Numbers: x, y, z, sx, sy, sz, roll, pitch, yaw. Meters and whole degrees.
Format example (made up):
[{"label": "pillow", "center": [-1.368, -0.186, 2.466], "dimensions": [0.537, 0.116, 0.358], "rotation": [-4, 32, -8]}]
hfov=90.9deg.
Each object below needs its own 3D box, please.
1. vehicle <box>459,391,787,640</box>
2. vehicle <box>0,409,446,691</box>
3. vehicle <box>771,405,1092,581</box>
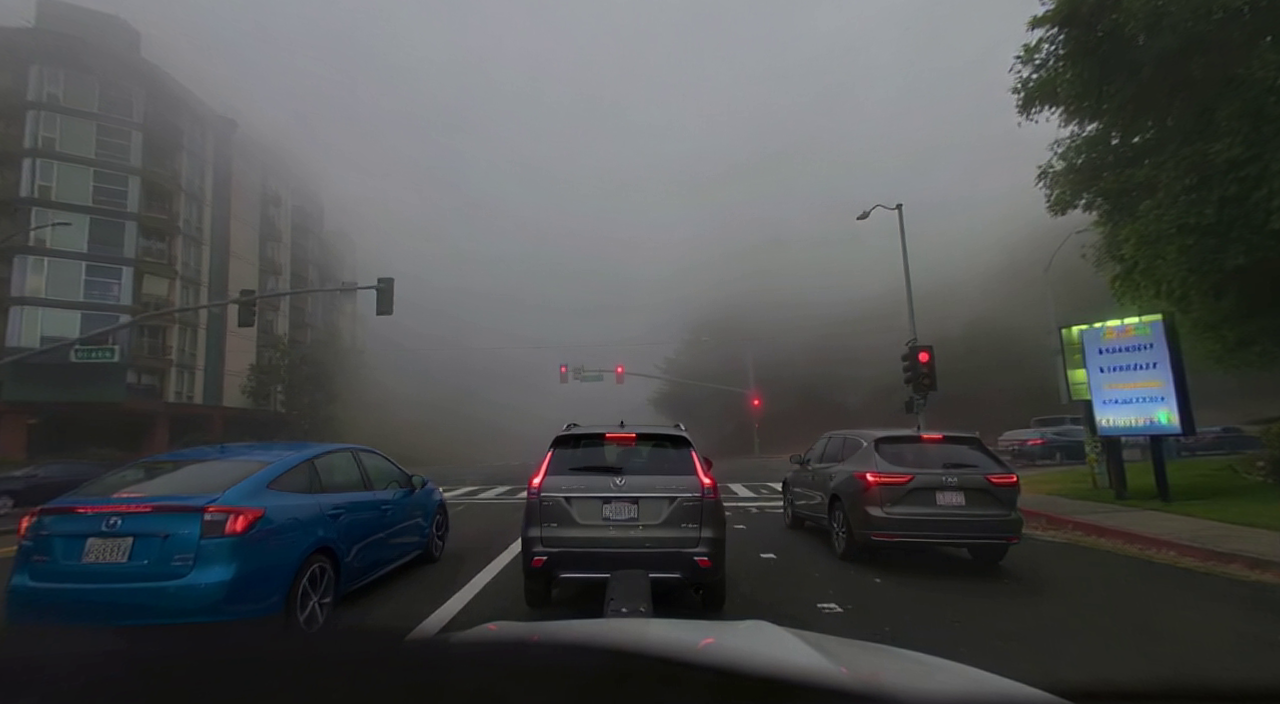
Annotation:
[{"label": "vehicle", "center": [-0.127, 1.412, 6.440], "dimensions": [2.195, 1.662, 4.262], "rotation": [0, -8, 0]}, {"label": "vehicle", "center": [-3.546, 1.424, 5.813], "dimensions": [1.906, 1.524, 4.547], "rotation": [0, -8, 2]}, {"label": "vehicle", "center": [3.217, 1.661, 8.259], "dimensions": [2.004, 1.646, 4.554], "rotation": [0, -8, 0]}]
